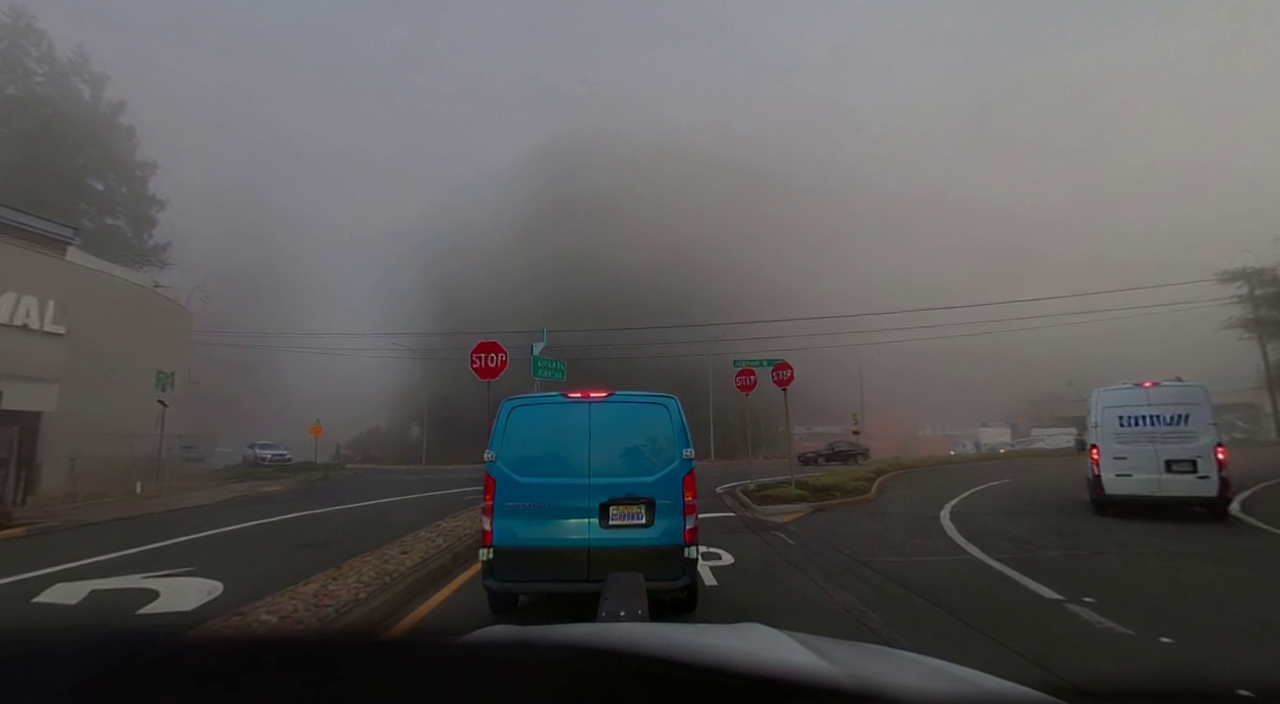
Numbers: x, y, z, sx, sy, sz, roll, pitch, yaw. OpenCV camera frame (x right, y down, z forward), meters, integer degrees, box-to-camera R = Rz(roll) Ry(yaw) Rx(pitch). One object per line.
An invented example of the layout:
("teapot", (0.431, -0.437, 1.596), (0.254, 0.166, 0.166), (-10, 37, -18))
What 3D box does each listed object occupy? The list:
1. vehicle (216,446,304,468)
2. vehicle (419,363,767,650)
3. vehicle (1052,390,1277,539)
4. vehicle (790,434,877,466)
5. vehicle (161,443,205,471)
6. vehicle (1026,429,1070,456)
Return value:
("vehicle", (-25.924, 7.172, 43.217), (4.670, 1.472, 1.851), (1, -9, -9))
("vehicle", (-0.210, 1.325, 6.421), (2.237, 1.828, 4.546), (0, -9, 3))
("vehicle", (9.775, 2.112, 12.449), (2.385, 2.196, 5.640), (-5, -10, 30))
("vehicle", (10.532, 5.310, 34.290), (4.512, 1.659, 1.985), (5, -10, -32))
("vehicle", (-29.803, 6.841, 41.333), (1.913, 1.682, 4.120), (5, -10, -31))
("vehicle", (29.203, 6.491, 45.134), (2.079, 1.797, 5.345), (-7, -11, 37))
